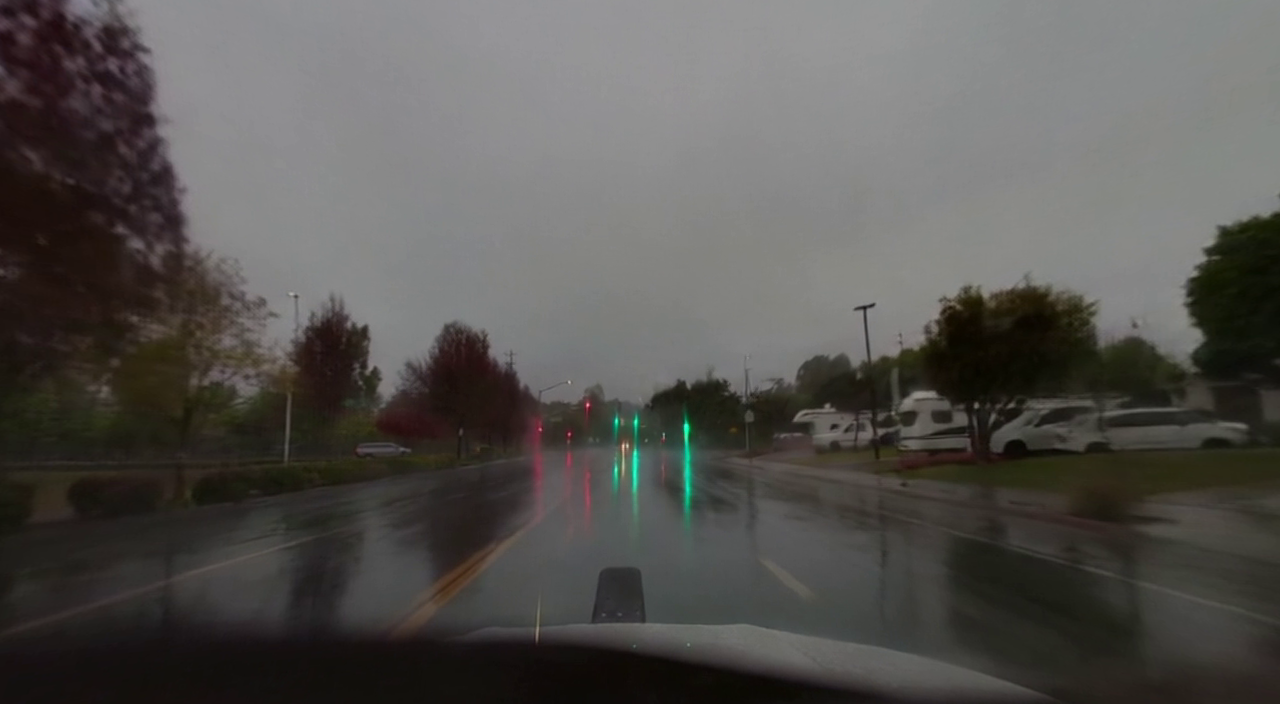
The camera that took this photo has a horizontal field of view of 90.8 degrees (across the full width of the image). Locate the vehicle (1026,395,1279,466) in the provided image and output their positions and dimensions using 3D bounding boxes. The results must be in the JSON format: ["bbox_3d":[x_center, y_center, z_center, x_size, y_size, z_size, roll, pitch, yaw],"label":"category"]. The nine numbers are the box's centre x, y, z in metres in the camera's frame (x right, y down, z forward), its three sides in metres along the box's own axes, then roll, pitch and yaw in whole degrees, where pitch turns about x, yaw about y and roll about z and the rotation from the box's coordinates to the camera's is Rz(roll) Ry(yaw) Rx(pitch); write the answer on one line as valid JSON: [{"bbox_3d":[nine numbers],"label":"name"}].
[{"bbox_3d":[15.537,2.427,19.305,5.979,2.037,2.159,0,-9,0],"label":"vehicle"}]
